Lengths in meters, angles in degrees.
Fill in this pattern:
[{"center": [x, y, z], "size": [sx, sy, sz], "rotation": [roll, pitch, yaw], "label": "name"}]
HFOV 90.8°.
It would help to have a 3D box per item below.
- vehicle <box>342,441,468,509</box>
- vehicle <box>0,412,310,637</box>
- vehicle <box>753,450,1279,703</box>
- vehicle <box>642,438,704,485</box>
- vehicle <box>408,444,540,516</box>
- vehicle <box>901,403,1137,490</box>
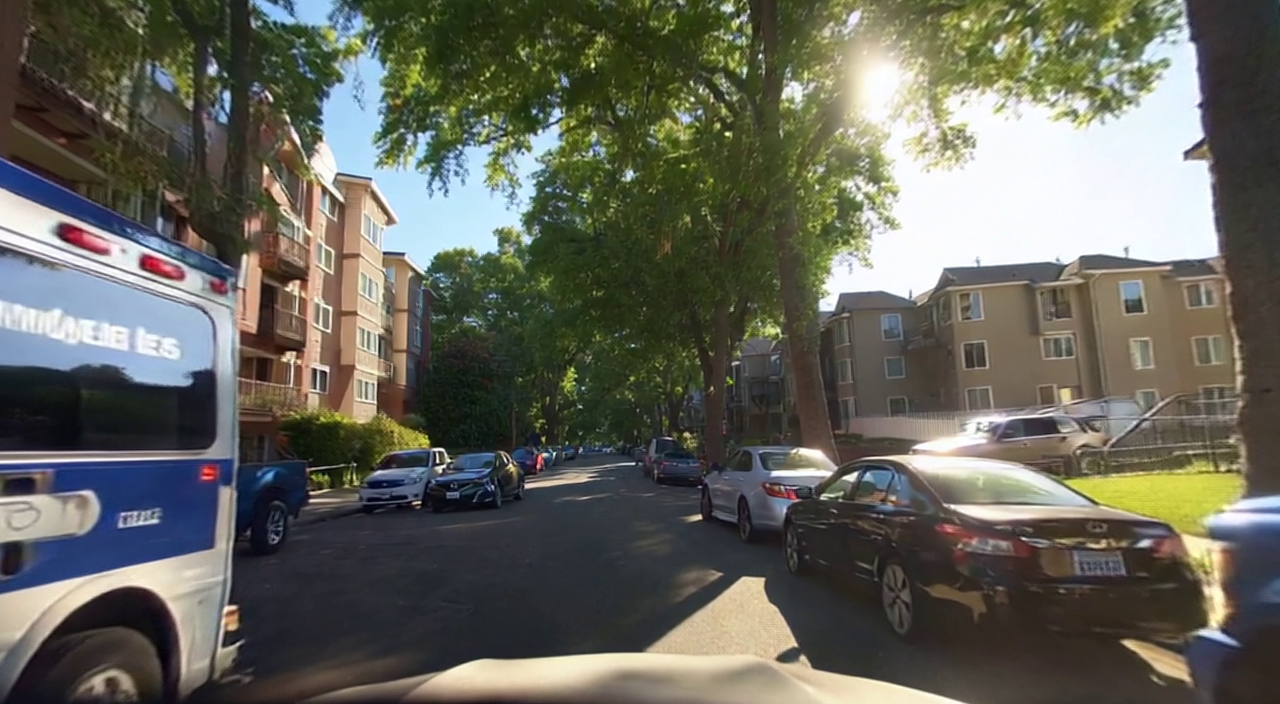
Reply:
[{"center": [-7.245, 3.802, 20.172], "size": [2.215, 1.841, 5.172], "rotation": [0, -8, -2], "label": "vehicle"}, {"center": [-6.700, 1.889, 7.845], "size": [2.308, 1.877, 6.060], "rotation": [-4, -8, -3], "label": "vehicle"}, {"center": [2.306, 1.510, 5.244], "size": [1.720, 1.333, 4.233], "rotation": [1, -8, -3], "label": "vehicle"}, {"center": [1.201, 4.227, 24.721], "size": [1.878, 1.664, 4.033], "rotation": [1, -8, -5], "label": "vehicle"}, {"center": [-3.866, 3.037, 15.604], "size": [1.966, 1.515, 4.394], "rotation": [0, -8, 2], "label": "vehicle"}, {"center": [9.124, 2.336, 15.517], "size": [4.416, 1.784, 1.929], "rotation": [-3, -10, -2], "label": "vehicle"}]
